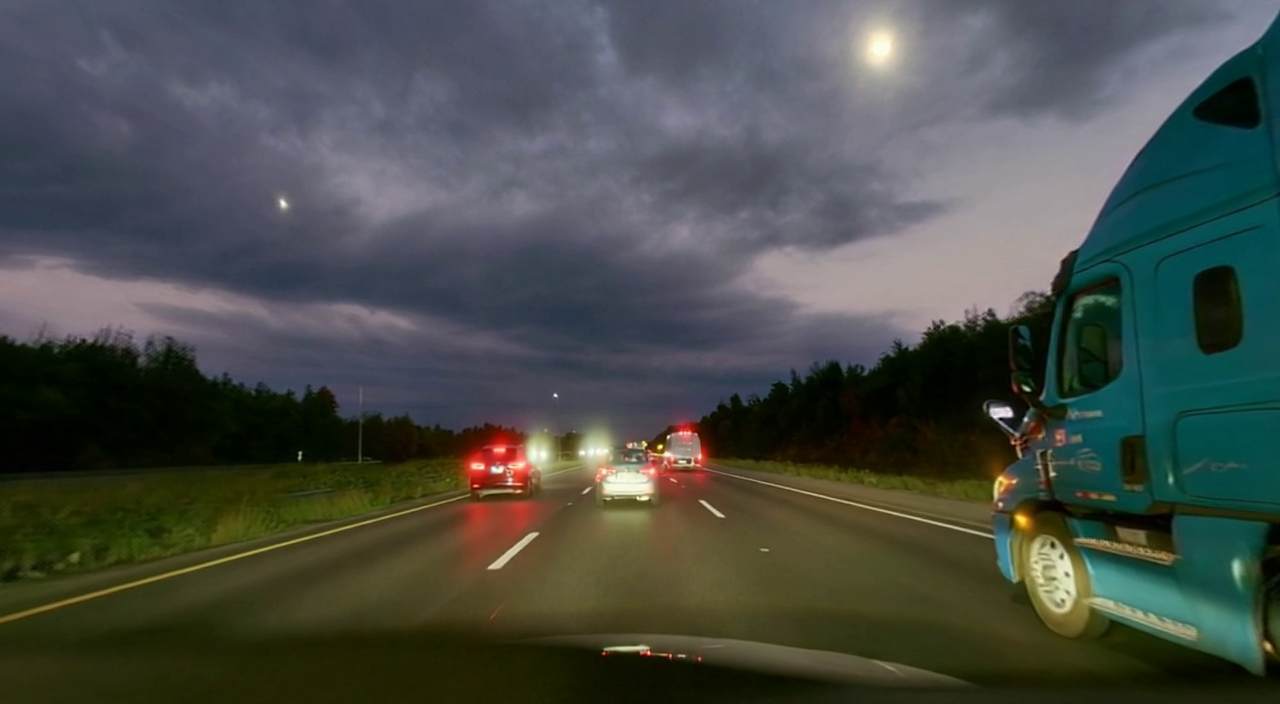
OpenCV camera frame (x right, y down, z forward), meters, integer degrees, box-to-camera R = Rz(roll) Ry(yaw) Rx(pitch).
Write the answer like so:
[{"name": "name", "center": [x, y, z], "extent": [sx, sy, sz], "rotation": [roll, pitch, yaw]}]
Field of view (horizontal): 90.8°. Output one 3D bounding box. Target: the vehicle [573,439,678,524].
[{"name": "vehicle", "center": [-0.274, 2.717, 13.685], "extent": [1.973, 1.574, 3.426], "rotation": [0, -9, 0]}]

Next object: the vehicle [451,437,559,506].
[{"name": "vehicle", "center": [-3.624, 3.309, 17.846], "extent": [1.985, 1.671, 4.604], "rotation": [0, -9, 0]}]

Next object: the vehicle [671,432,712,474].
[{"name": "vehicle", "center": [3.493, 7.000, 43.747], "extent": [2.234, 2.679, 5.372], "rotation": [0, -9, -1]}]
